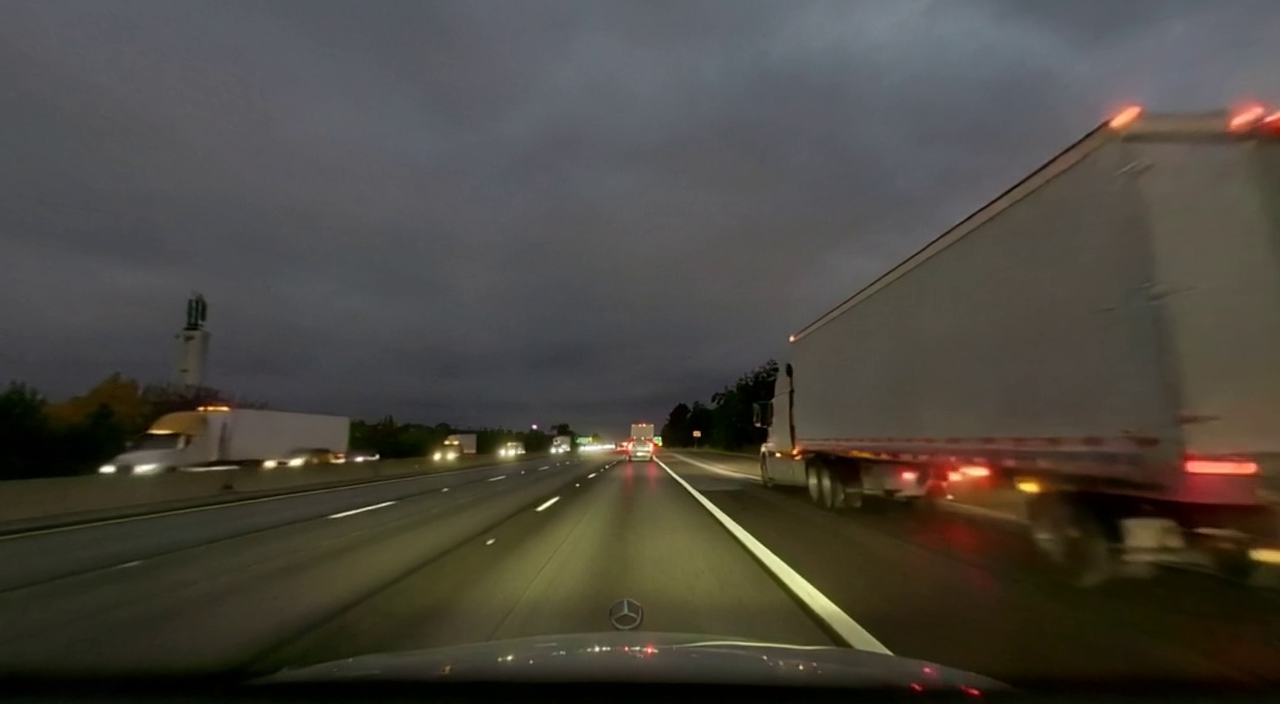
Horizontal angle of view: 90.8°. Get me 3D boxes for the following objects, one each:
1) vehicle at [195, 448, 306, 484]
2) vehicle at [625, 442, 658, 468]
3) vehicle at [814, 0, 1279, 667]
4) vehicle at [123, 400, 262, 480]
[{"bbox_3d":[-17.205,5.034,28.214,1.932,1.468,4.590,0,-9,2],"label":"vehicle"},{"bbox_3d":[0.072,6.463,39.639,1.972,1.492,3.697,0,-9,0],"label":"vehicle"},{"bbox_3d":[5.210,0.148,6.136,2.893,4.114,14.332,0,-9,0],"label":"vehicle"},{"bbox_3d":[-24.148,4.868,34.543,3.013,3.958,5.954,0,-9,1],"label":"vehicle"}]
